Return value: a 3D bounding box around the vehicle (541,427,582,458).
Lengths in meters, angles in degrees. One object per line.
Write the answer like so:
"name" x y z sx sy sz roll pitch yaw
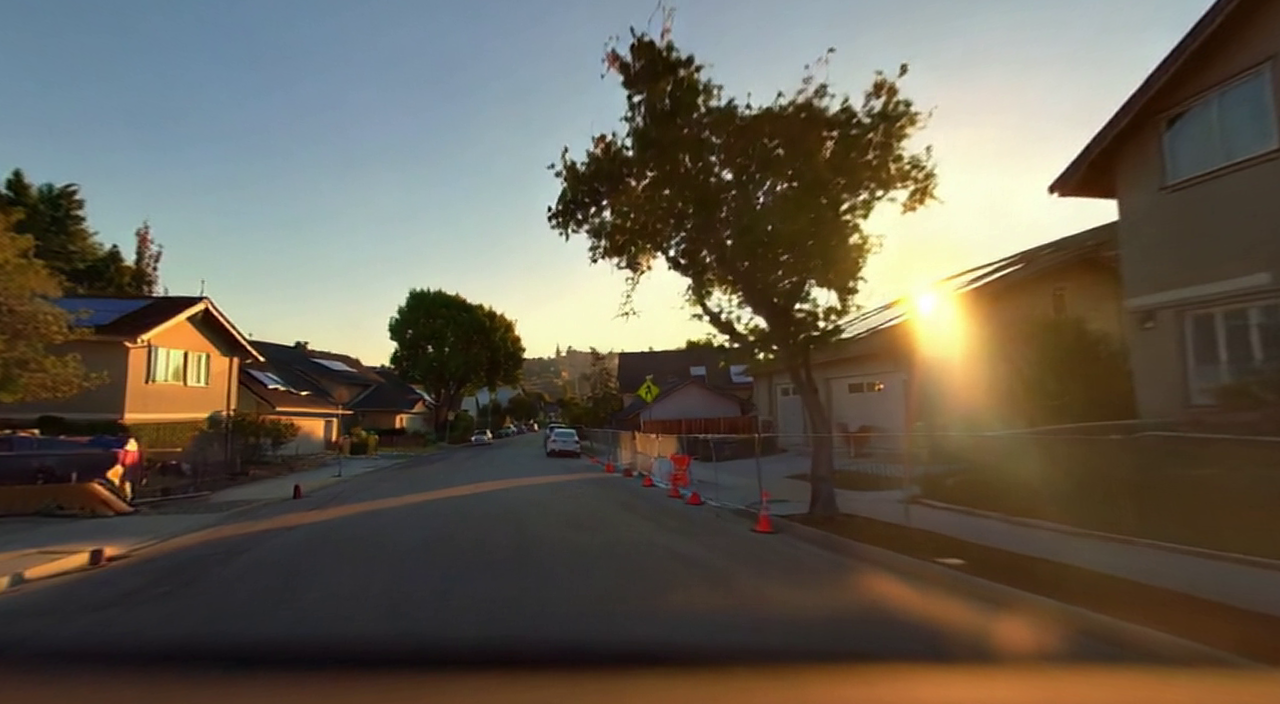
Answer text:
"vehicle" -4.120 4.665 32.686 1.998 1.494 3.927 1 -8 -8

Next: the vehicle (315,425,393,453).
"vehicle" -18.896 5.765 41.814 4.205 1.745 2.121 0 -10 -6

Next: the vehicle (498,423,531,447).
"vehicle" -9.819 6.551 49.638 2.050 1.742 4.197 1 -7 -5
